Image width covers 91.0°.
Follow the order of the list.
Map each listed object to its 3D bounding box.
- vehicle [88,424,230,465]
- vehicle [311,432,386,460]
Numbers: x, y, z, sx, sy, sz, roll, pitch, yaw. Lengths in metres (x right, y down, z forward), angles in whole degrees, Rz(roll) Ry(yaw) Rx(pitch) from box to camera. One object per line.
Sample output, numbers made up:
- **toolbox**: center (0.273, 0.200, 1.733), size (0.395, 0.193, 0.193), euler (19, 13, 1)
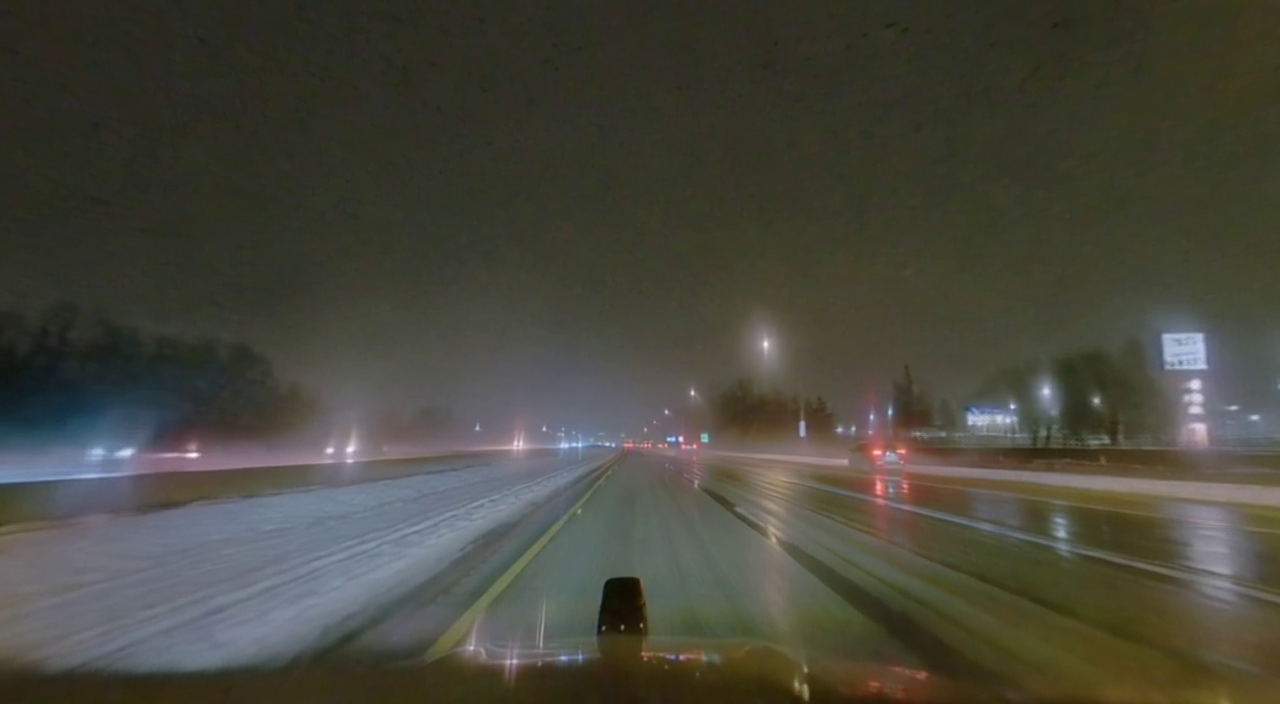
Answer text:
- **vehicle**: center (-19.769, 3.869, 26.252), size (2.074, 1.536, 4.893), euler (0, -8, 0)
- **vehicle**: center (-16.157, 5.256, 35.210), size (2.033, 1.463, 4.515), euler (0, -8, 0)
